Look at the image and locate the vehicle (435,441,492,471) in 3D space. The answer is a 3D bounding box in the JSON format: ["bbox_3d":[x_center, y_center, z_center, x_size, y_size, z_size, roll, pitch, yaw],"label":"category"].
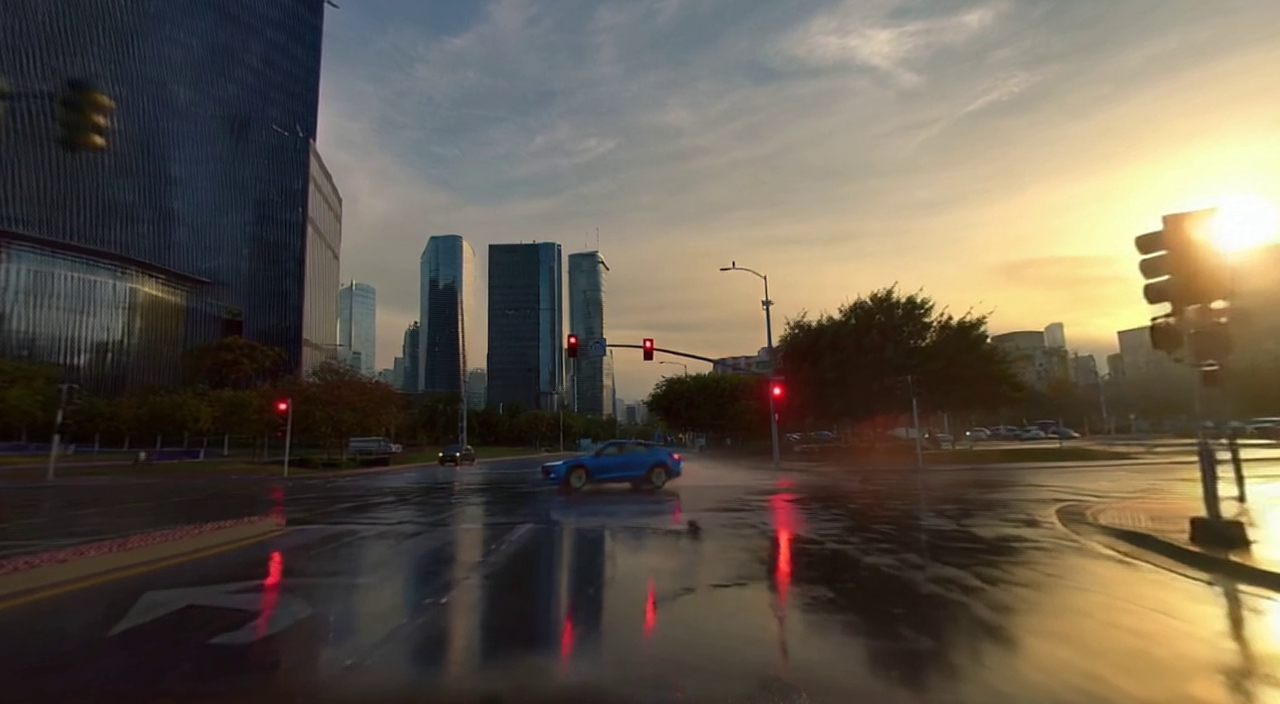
[{"bbox_3d":[-11.490,6.808,41.392,2.069,1.771,4.947,0,-9,3],"label":"vehicle"}]

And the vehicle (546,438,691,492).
[{"bbox_3d":[-0.711,3.604,20.382,4.218,1.572,2.065,4,-9,-22],"label":"vehicle"}]
